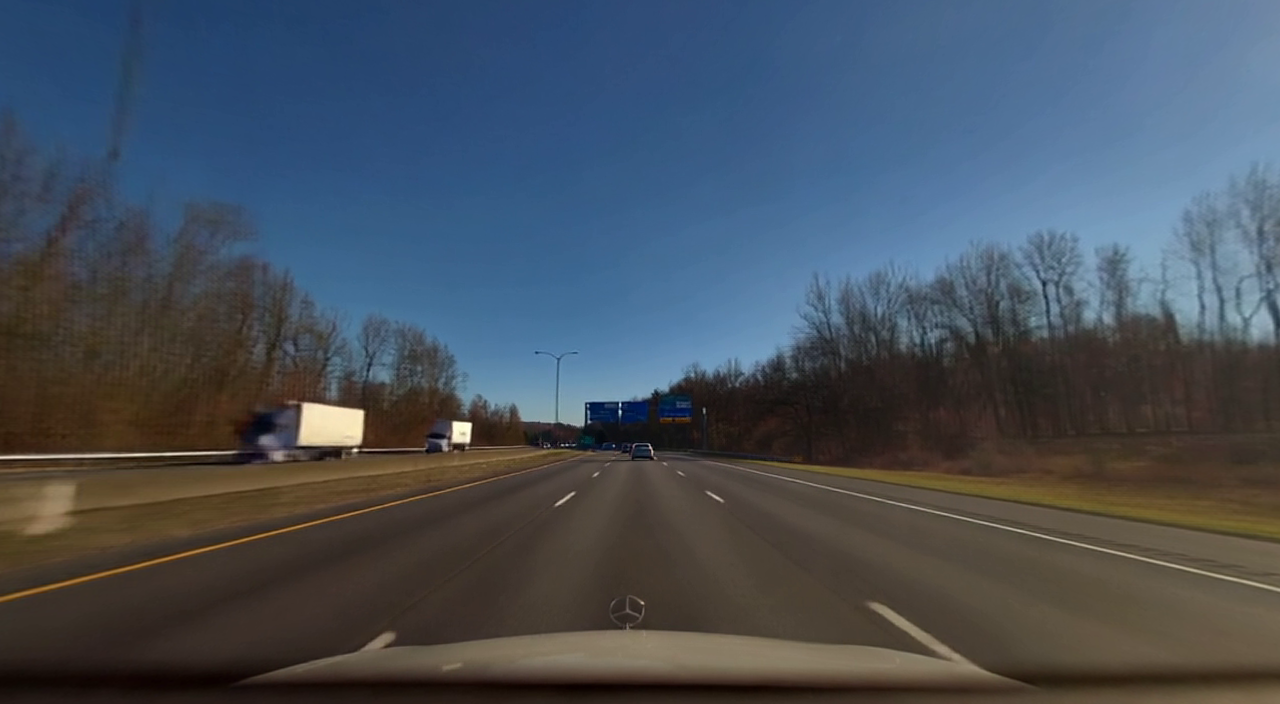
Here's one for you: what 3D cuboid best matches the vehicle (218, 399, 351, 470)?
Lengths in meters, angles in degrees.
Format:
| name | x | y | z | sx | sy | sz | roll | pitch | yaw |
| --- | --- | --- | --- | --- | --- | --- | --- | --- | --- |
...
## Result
| name | x | y | z | sx | sy | sz | roll | pitch | yaw |
| --- | --- | --- | --- | --- | --- | --- | --- | --- | --- |
| vehicle | -21.306 | 5.124 | 38.504 | 2.900 | 3.781 | 9.129 | 0 | -9 | -1 |

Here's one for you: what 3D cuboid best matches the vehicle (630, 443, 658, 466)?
| name | x | y | z | sx | sy | sz | roll | pitch | yaw |
| --- | --- | --- | --- | --- | --- | --- | --- | --- | --- |
| vehicle | 0.255 | 7.083 | 43.569 | 1.859 | 1.478 | 3.799 | 0 | -8 | 0 |
